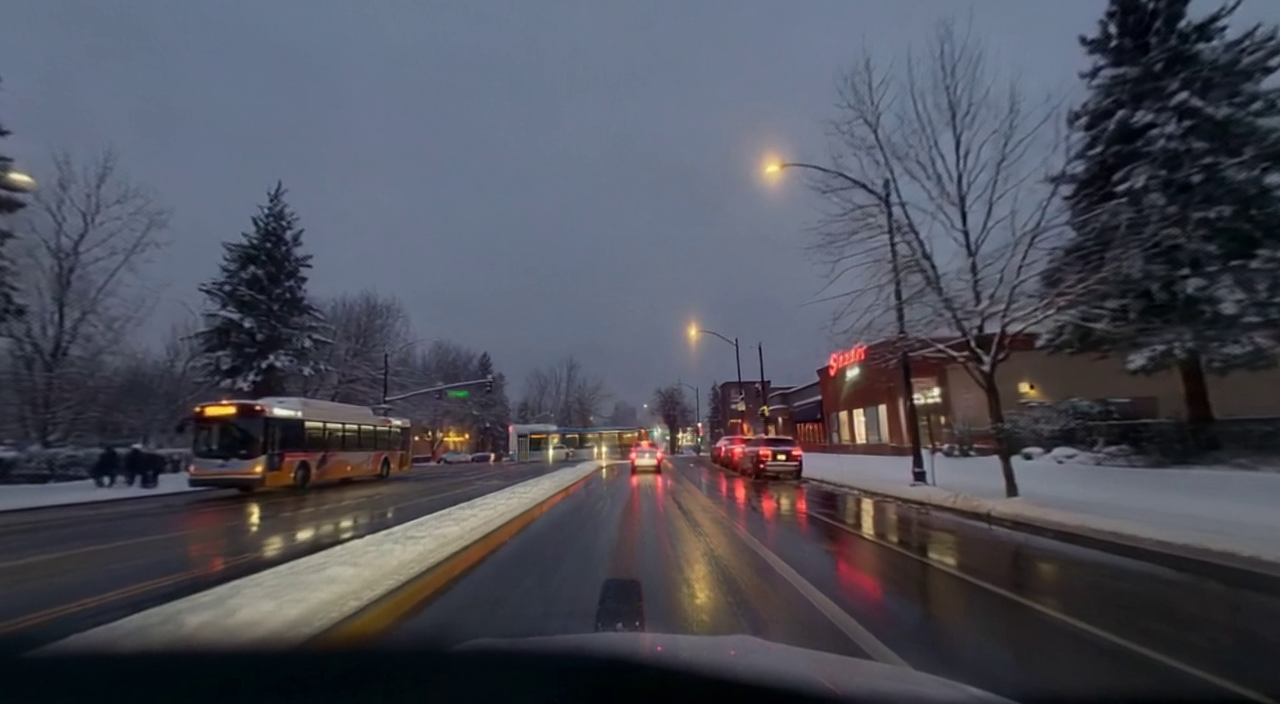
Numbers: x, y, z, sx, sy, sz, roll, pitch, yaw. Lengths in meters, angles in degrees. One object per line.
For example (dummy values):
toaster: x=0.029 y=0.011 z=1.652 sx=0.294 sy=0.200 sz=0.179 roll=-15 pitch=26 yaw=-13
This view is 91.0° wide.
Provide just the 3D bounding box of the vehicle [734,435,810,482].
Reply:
vehicle: x=5.118 y=4.186 z=25.069 sx=2.014 sy=1.681 sz=4.332 roll=0 pitch=-9 yaw=-1

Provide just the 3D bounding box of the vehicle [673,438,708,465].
vehicle: x=3.355 y=6.728 z=42.635 sx=2.222 sy=1.688 sz=3.952 roll=0 pitch=-9 yaw=3

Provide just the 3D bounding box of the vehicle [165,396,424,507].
vehicle: x=-12.682 y=3.956 z=25.515 sx=3.356 sy=3.365 sz=12.460 roll=0 pitch=-9 yaw=1

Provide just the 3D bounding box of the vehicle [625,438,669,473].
vehicle: x=0.283 y=5.383 z=32.950 sx=2.089 sy=1.699 sz=4.650 roll=0 pitch=-9 yaw=-2
